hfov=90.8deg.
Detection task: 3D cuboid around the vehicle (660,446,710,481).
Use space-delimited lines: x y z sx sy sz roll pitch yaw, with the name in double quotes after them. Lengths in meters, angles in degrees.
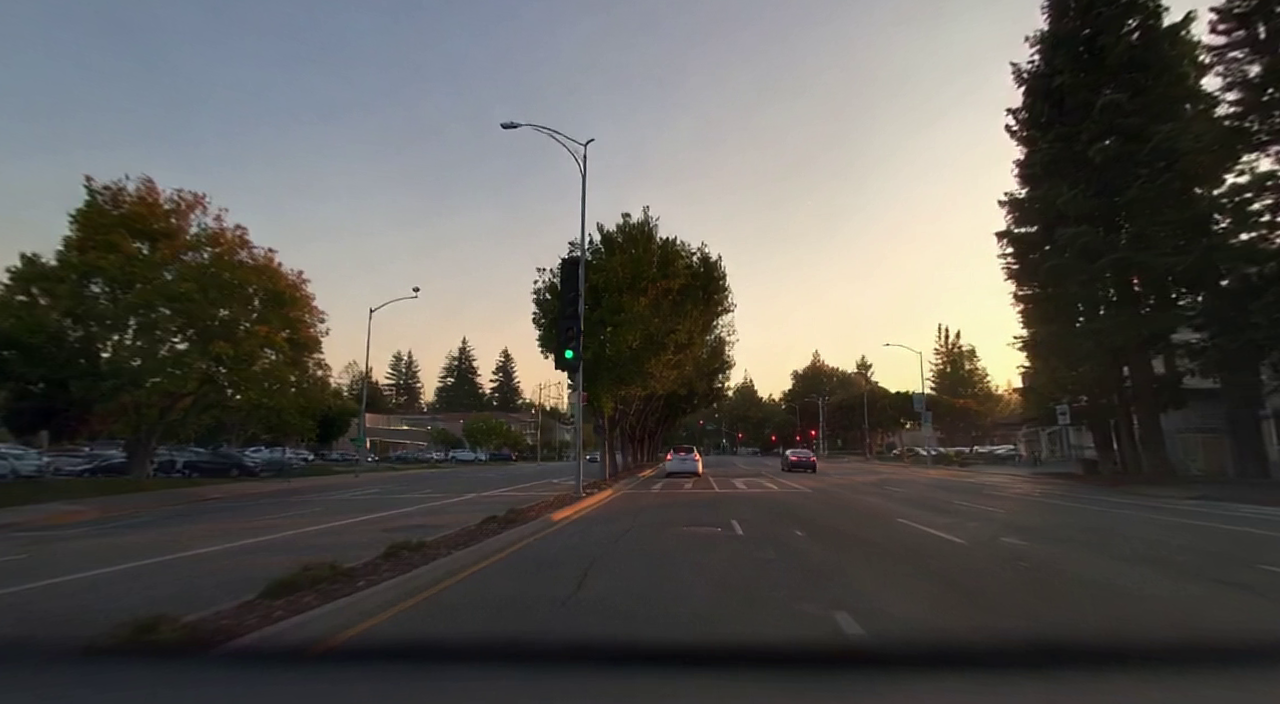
2.045 4.983 28.534 2.064 1.477 3.968 -1 -9 4 "vehicle"
